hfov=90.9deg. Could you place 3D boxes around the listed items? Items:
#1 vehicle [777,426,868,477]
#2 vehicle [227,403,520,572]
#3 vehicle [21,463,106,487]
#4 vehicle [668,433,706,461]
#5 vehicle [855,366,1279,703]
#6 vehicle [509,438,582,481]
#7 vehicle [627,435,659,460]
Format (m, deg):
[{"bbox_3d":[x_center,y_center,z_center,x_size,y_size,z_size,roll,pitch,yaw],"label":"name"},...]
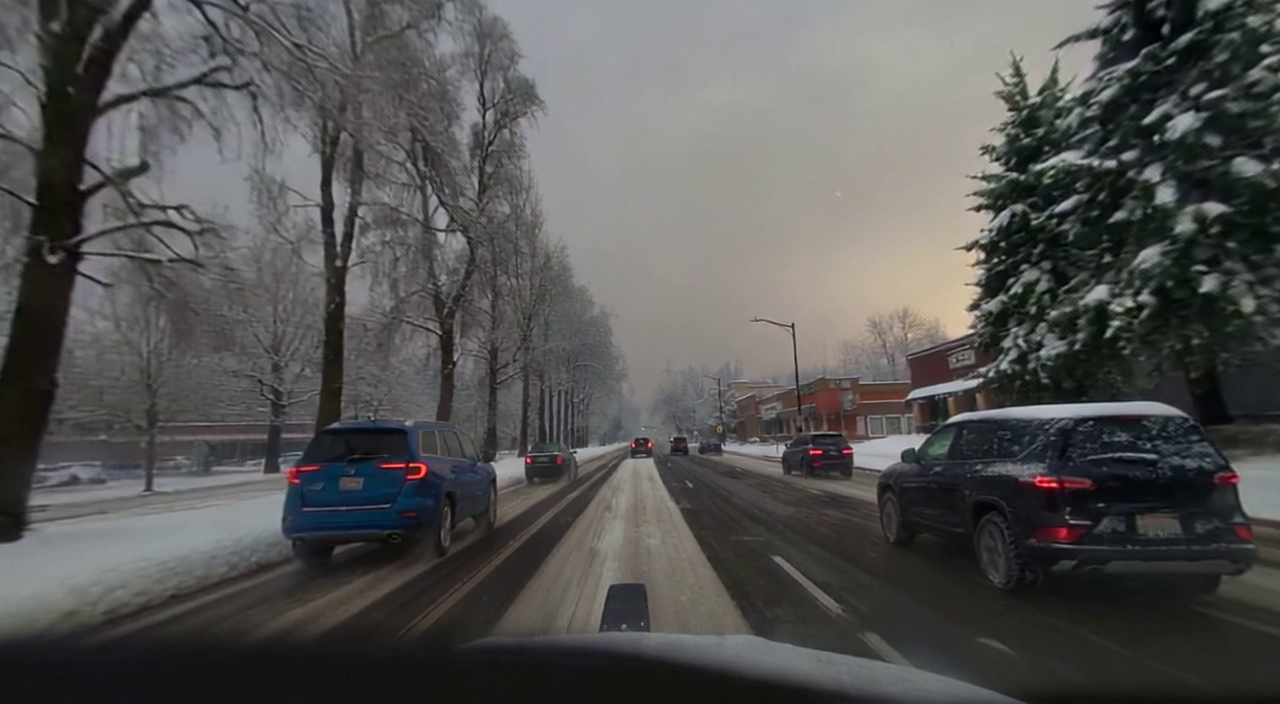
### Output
[{"bbox_3d":[6.922,3.843,24.475,2.076,1.793,4.464,0,-9,-1],"label":"vehicle"},{"bbox_3d":[-3.177,1.733,8.768,2.141,1.719,4.379,0,-9,0],"label":"vehicle"},{"bbox_3d":[-45.423,9.669,49.802,1.983,1.679,4.833,-1,-9,4],"label":"vehicle"},{"bbox_3d":[3.190,6.596,43.582,2.178,1.804,4.766,0,-9,-1],"label":"vehicle"},{"bbox_3d":[3.612,1.235,5.408,2.088,1.666,4.512,-1,-9,3],"label":"vehicle"},{"bbox_3d":[-3.427,3.991,23.648,2.036,1.465,4.301,0,-9,1],"label":"vehicle"},{"bbox_3d":[0.187,7.278,47.956,2.304,1.795,4.526,0,-9,-1],"label":"vehicle"}]
